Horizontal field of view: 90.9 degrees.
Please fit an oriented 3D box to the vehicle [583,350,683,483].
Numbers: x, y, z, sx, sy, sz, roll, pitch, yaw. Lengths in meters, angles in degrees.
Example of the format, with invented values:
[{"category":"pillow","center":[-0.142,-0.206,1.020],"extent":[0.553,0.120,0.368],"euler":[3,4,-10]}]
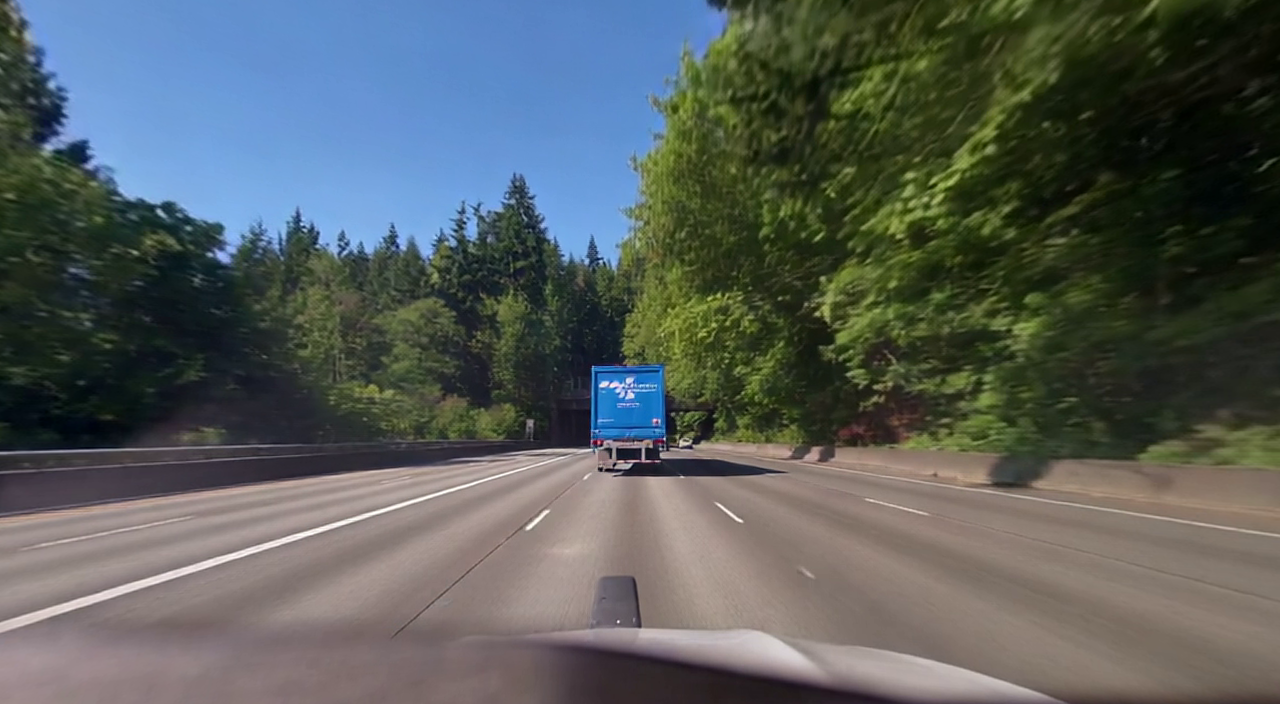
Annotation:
[{"category":"vehicle","center":[-0.418,2.540,23.580],"extent":[2.895,3.861,10.213],"euler":[0,-8,-2]}]
